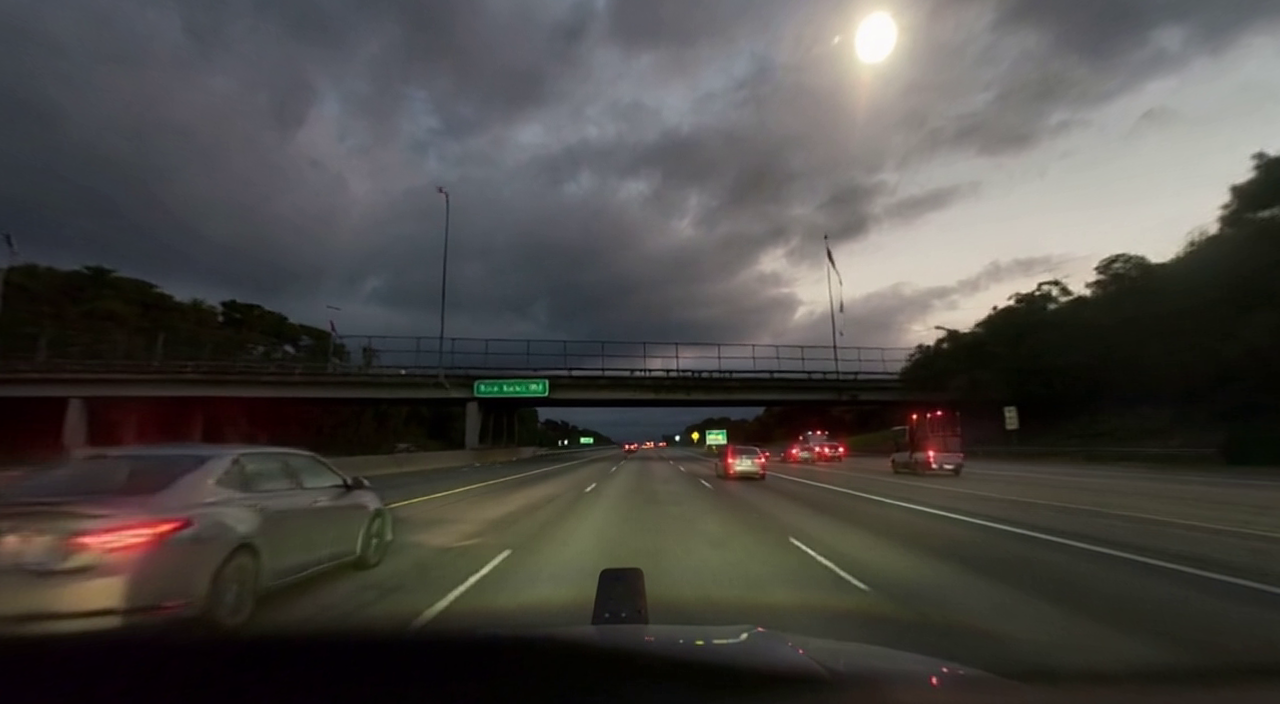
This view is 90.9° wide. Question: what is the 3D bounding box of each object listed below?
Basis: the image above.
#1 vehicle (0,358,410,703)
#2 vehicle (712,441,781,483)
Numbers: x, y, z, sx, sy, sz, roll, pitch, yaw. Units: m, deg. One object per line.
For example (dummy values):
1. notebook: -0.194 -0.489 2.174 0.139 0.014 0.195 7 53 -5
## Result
1. vehicle: -3.740 1.171 4.509 2.259 1.706 4.924 0 -8 1
2. vehicle: 4.065 4.251 24.774 1.908 1.483 4.259 0 -8 -1
